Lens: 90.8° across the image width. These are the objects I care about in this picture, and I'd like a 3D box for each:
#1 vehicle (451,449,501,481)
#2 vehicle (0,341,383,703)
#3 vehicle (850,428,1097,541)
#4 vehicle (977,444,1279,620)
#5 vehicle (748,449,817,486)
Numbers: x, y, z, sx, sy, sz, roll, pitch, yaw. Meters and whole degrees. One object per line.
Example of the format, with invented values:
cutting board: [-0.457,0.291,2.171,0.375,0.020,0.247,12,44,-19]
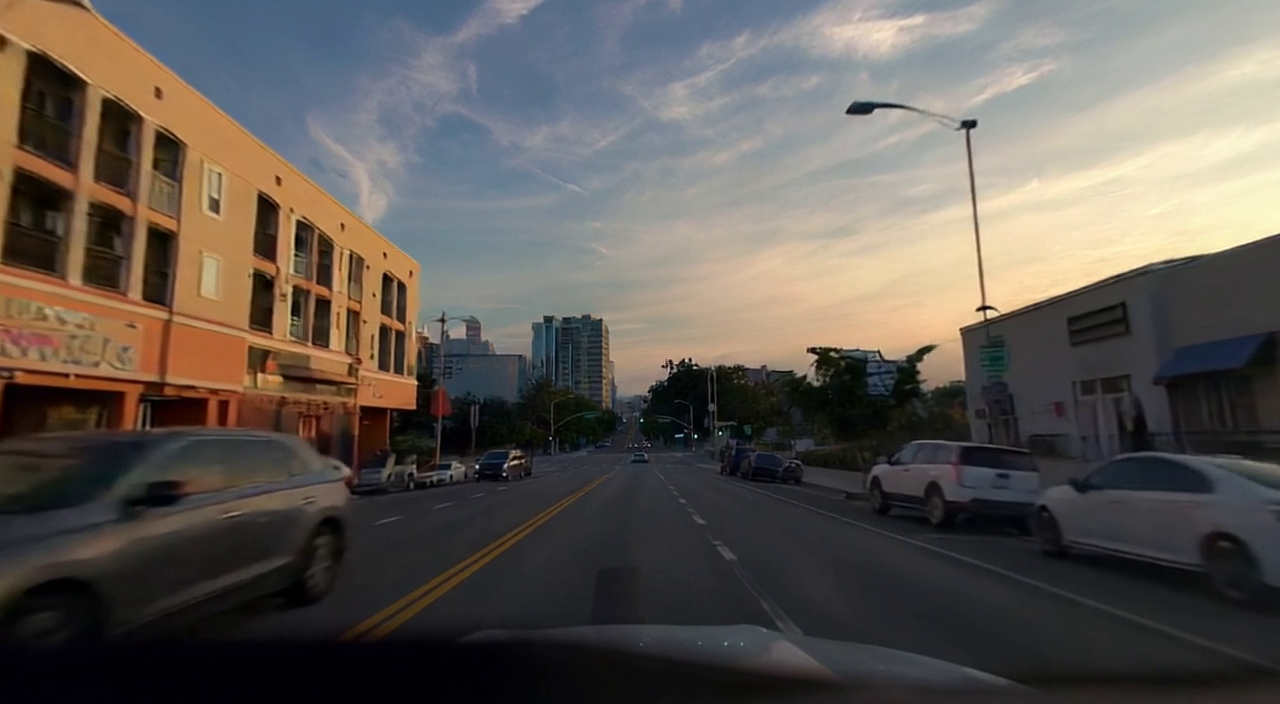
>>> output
vehicle: [-9.867,6.788,38.245,1.890,1.718,4.309,0,-8,0]
vehicle: [-3.443,1.045,3.872,1.980,1.718,4.120,0,-8,0]
vehicle: [6.057,2.440,12.407,1.996,1.751,4.882,0,-8,-3]
vehicle: [6.330,1.869,7.661,1.966,1.472,4.363,0,-8,-1]
vehicle: [6.255,5.105,28.309,1.902,1.484,4.714,0,-8,-2]
